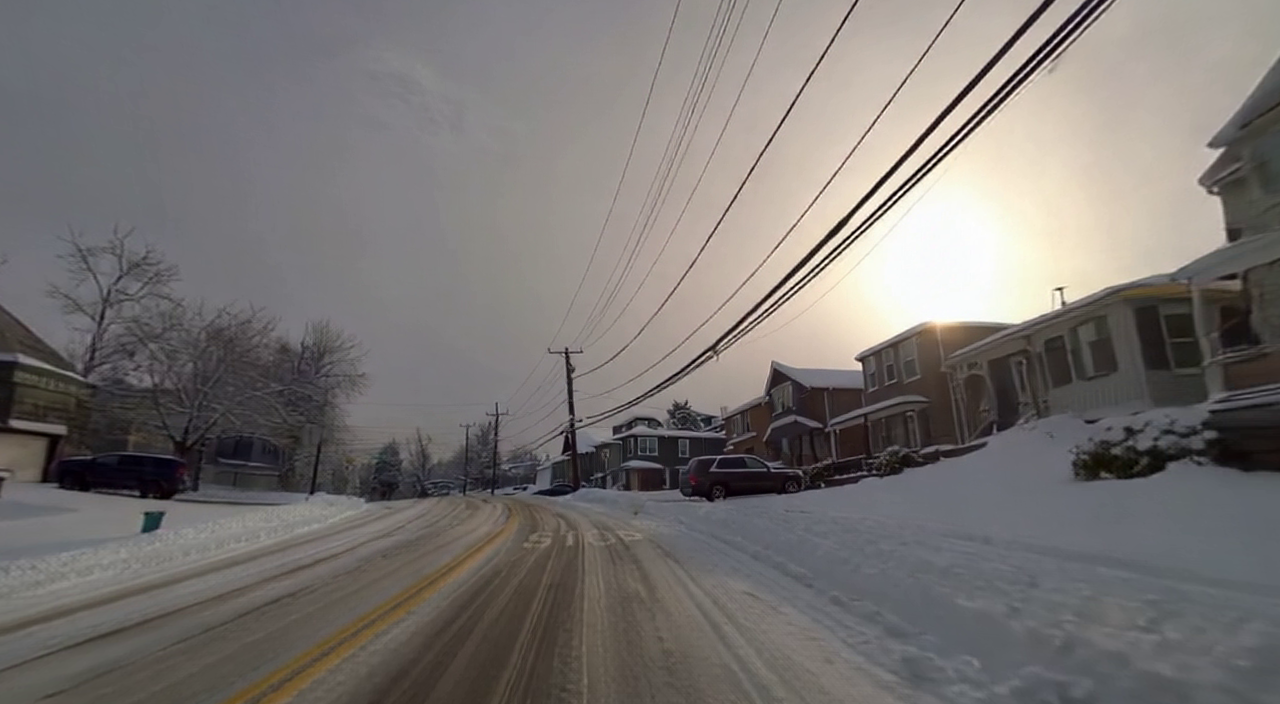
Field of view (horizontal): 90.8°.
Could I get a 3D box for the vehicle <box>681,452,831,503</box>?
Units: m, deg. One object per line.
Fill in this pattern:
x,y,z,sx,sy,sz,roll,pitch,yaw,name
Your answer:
4.698,5.128,25.966,5.578,1.842,2.300,4,-10,-12,vehicle

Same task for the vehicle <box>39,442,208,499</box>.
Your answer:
-21.165,4.984,26.268,4.942,1.912,2.121,6,-21,-28,vehicle
